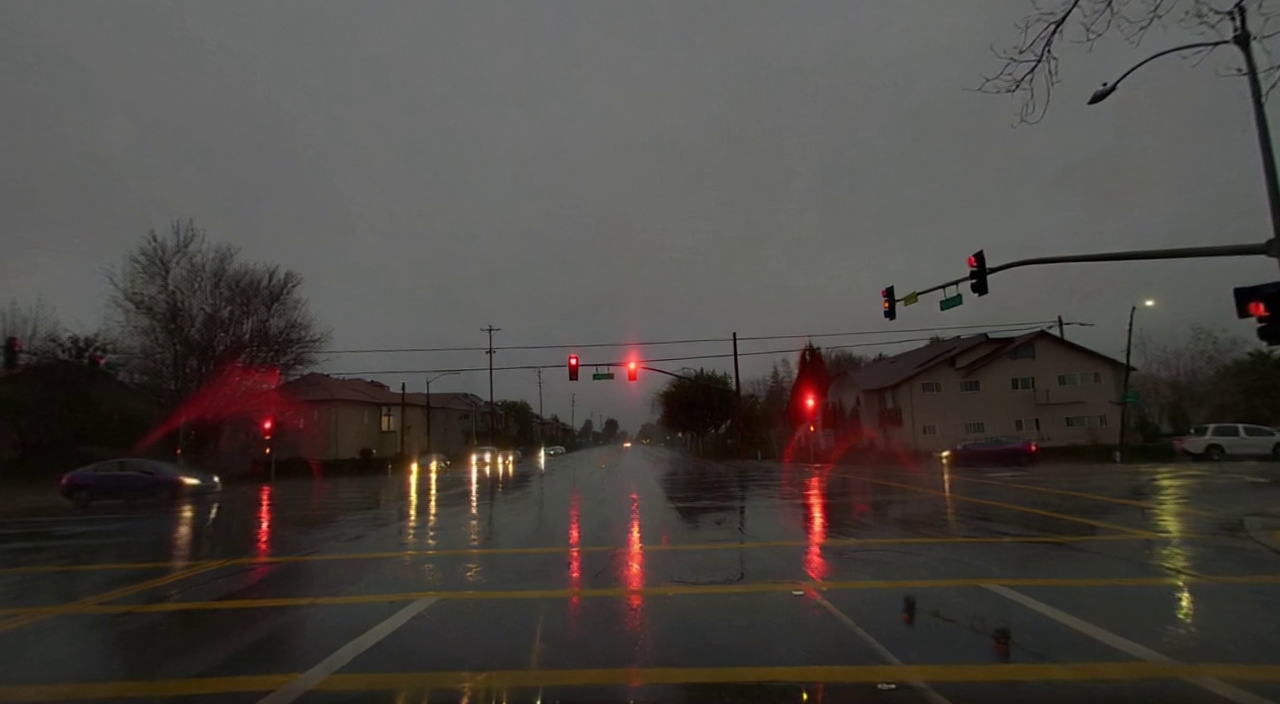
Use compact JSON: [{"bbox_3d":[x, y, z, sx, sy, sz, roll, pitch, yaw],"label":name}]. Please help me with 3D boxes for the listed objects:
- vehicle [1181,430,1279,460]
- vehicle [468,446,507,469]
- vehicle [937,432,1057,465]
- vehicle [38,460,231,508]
[{"bbox_3d":[31.308,4.885,33.028,4.318,1.488,1.870,0,-9,-1],"label":"vehicle"},{"bbox_3d":[-10.726,7.456,44.747,1.881,1.509,3.377,0,-9,1],"label":"vehicle"},{"bbox_3d":[17.804,4.860,31.781,4.873,1.539,1.932,-3,-9,19],"label":"vehicle"},{"bbox_3d":[-16.934,4.440,21.367,4.823,1.449,2.017,-1,-9,1],"label":"vehicle"}]
